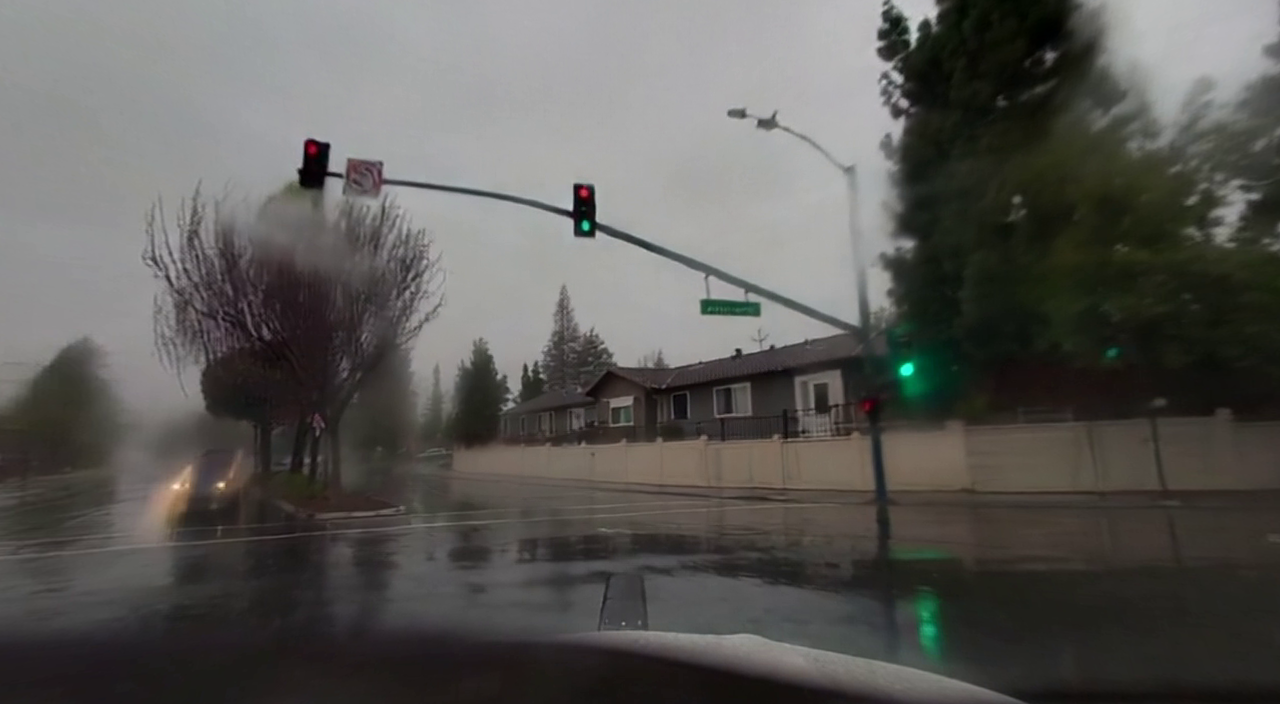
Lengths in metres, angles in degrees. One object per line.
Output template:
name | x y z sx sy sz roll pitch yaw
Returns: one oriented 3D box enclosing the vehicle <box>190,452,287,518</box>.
vehicle | -11.074 3.523 17.296 1.912 1.464 4.652 5 -10 -33
